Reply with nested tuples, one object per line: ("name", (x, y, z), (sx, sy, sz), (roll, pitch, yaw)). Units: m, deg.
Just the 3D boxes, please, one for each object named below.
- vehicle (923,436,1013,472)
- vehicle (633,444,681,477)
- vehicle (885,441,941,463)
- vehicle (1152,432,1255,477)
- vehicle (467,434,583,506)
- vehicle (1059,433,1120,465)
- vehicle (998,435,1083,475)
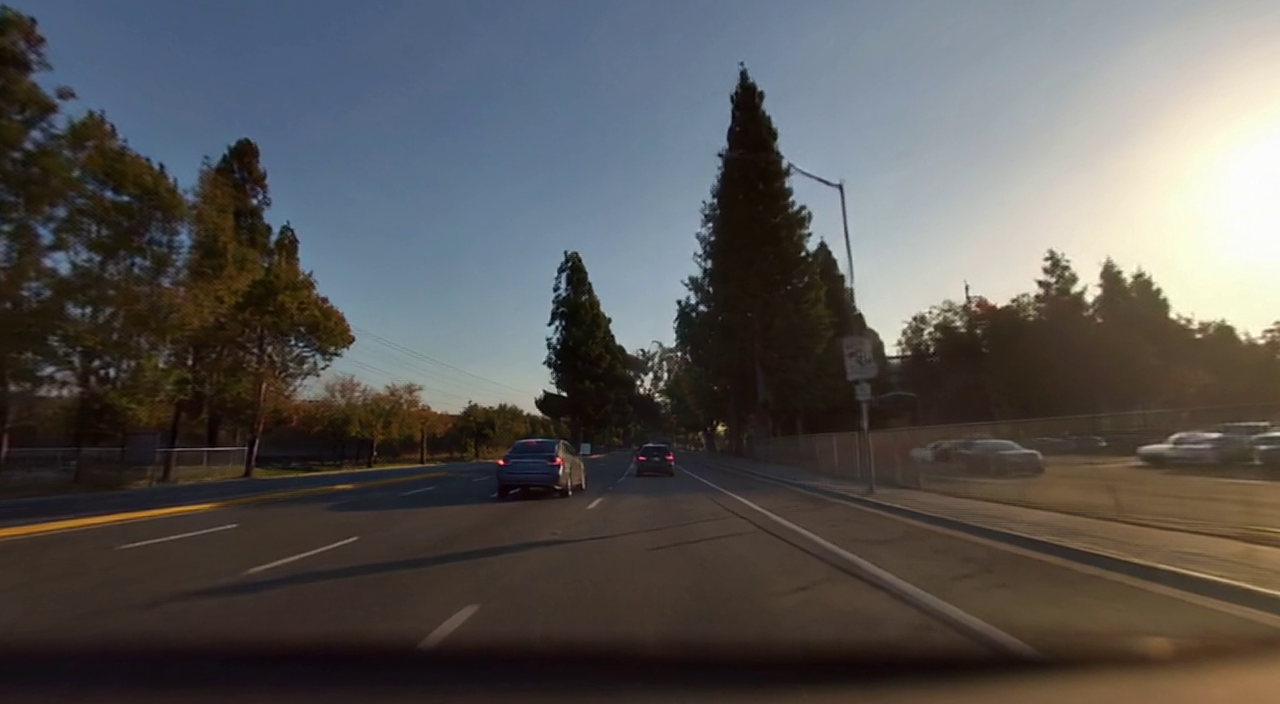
("vehicle", (14.633, 4.498, 28.073), (4.830, 1.459, 2.041), (8, -12, -44))
("vehicle", (0.836, 5.275, 30.902), (2.147, 1.474, 4.083), (0, -8, 2))
("vehicle", (19.146, 6.978, 44.205), (4.404, 1.469, 1.947), (8, -12, -43))
("vehicle", (19.681, 3.533, 21.984), (4.562, 1.392, 2.048), (7, -11, -41))
("vehicle", (-2.949, 3.137, 17.309), (2.105, 1.676, 4.541), (-1, -8, 3))
("vehicle", (26.548, 5.684, 37.253), (4.534, 1.729, 1.975), (7, -10, -44))
("vehicle", (16.185, 4.112, 25.435), (2.131, 1.437, 4.325), (-7, -11, 41))
